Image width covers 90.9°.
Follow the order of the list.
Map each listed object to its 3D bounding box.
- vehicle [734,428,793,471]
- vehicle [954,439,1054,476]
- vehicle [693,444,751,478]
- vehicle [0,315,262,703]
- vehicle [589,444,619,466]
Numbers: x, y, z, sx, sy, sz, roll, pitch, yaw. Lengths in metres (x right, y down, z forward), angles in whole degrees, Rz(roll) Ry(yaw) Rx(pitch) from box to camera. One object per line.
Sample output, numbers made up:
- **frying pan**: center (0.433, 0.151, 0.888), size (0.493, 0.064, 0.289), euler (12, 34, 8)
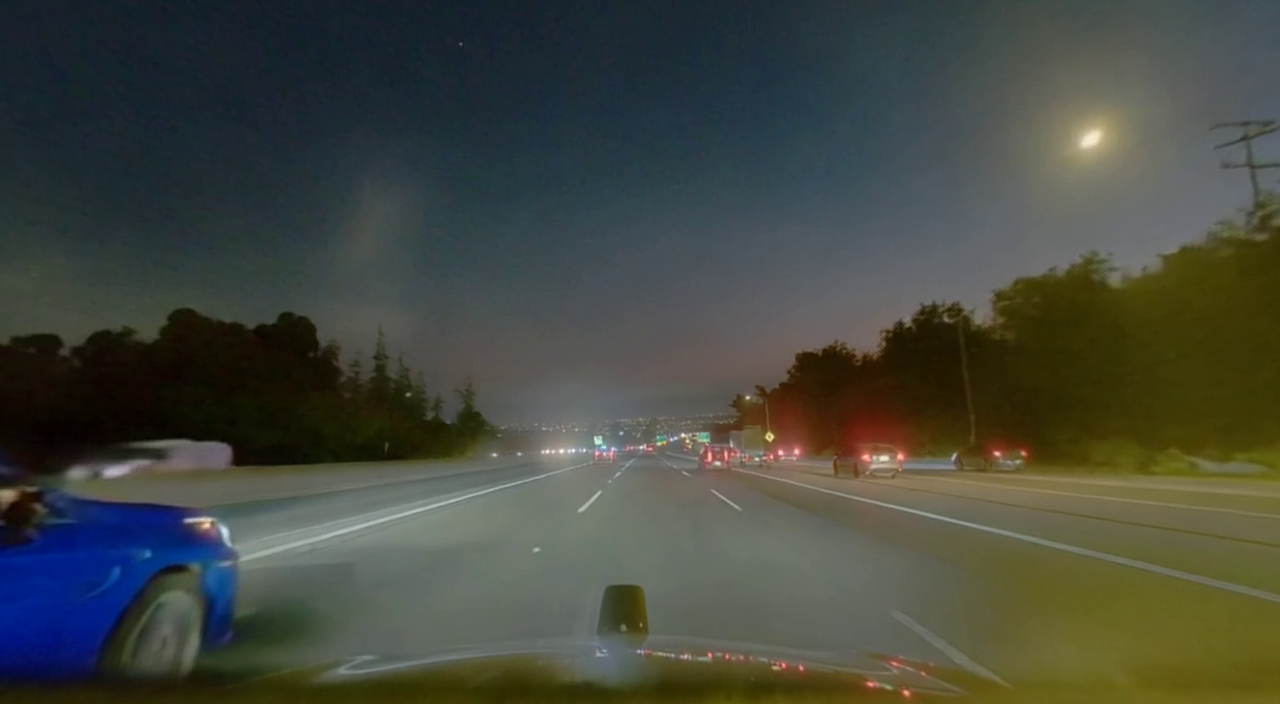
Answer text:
- **vehicle**: center (8.111, 6.498, 42.059), size (2.729, 2.628, 4.875), euler (0, -9, -2)
- **vehicle**: center (21.312, 6.182, 37.344), size (2.221, 1.995, 5.803), euler (0, -9, -3)
- **vehicle**: center (3.860, 5.217, 30.389), size (2.080, 1.493, 4.674), euler (0, -9, -1)
- **vehicle**: center (-3.440, 0.587, 1.112), size (2.218, 1.764, 5.229), euler (0, -9, 1)
- **vehicle**: center (-2.730, 8.011, 49.124), size (2.060, 1.587, 4.093), euler (0, -9, 1)
